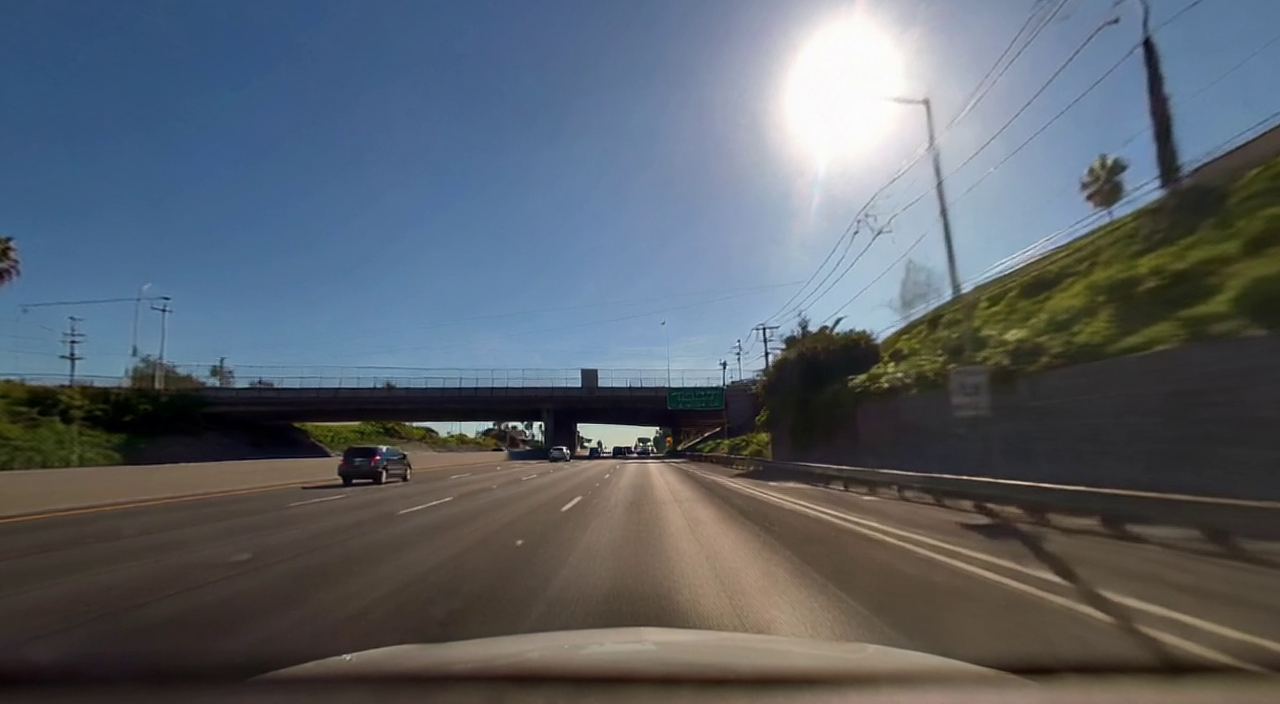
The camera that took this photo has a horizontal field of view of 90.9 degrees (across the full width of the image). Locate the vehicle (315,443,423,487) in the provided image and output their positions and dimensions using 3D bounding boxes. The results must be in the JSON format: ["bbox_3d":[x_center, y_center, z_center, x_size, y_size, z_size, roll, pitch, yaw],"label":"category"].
[{"bbox_3d":[-10.144,4.235,24.066,2.056,1.476,4.562,-1,-8,1],"label":"vehicle"}]
